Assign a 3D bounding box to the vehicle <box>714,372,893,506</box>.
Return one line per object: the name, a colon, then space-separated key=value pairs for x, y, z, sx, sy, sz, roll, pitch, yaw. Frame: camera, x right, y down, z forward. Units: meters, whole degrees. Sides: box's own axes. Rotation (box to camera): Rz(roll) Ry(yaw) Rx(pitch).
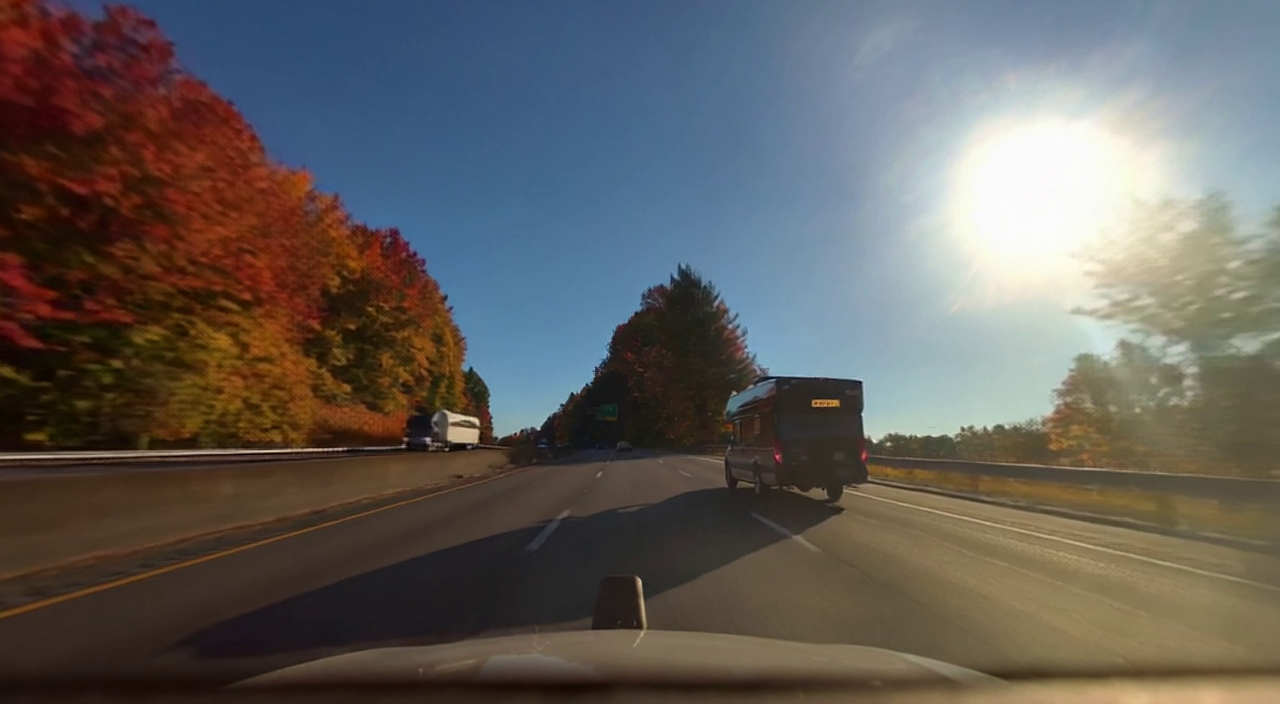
vehicle: x=3.940 y=2.341 z=17.178 sx=2.815 sy=2.876 sz=7.101 roll=0 pitch=-8 yaw=-1
